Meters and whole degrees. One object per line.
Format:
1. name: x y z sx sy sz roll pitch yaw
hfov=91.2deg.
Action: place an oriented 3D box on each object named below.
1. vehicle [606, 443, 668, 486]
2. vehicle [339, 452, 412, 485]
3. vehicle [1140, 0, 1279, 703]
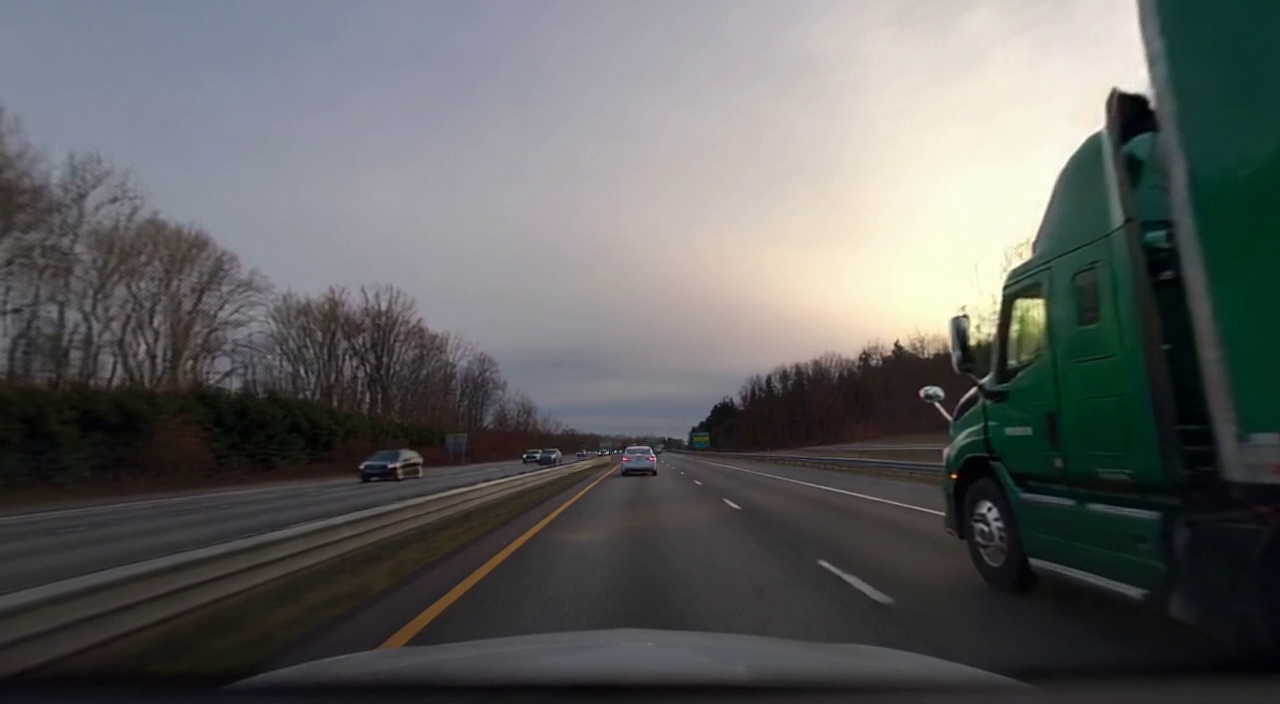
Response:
1. vehicle: -0.142 4.394 24.692 2.244 1.506 4.097 0 -9 -1
2. vehicle: -13.254 5.808 31.663 1.890 1.513 4.081 0 -9 0
3. vehicle: 4.458 -0.570 0.228 3.351 3.699 5.995 0 -9 -1
